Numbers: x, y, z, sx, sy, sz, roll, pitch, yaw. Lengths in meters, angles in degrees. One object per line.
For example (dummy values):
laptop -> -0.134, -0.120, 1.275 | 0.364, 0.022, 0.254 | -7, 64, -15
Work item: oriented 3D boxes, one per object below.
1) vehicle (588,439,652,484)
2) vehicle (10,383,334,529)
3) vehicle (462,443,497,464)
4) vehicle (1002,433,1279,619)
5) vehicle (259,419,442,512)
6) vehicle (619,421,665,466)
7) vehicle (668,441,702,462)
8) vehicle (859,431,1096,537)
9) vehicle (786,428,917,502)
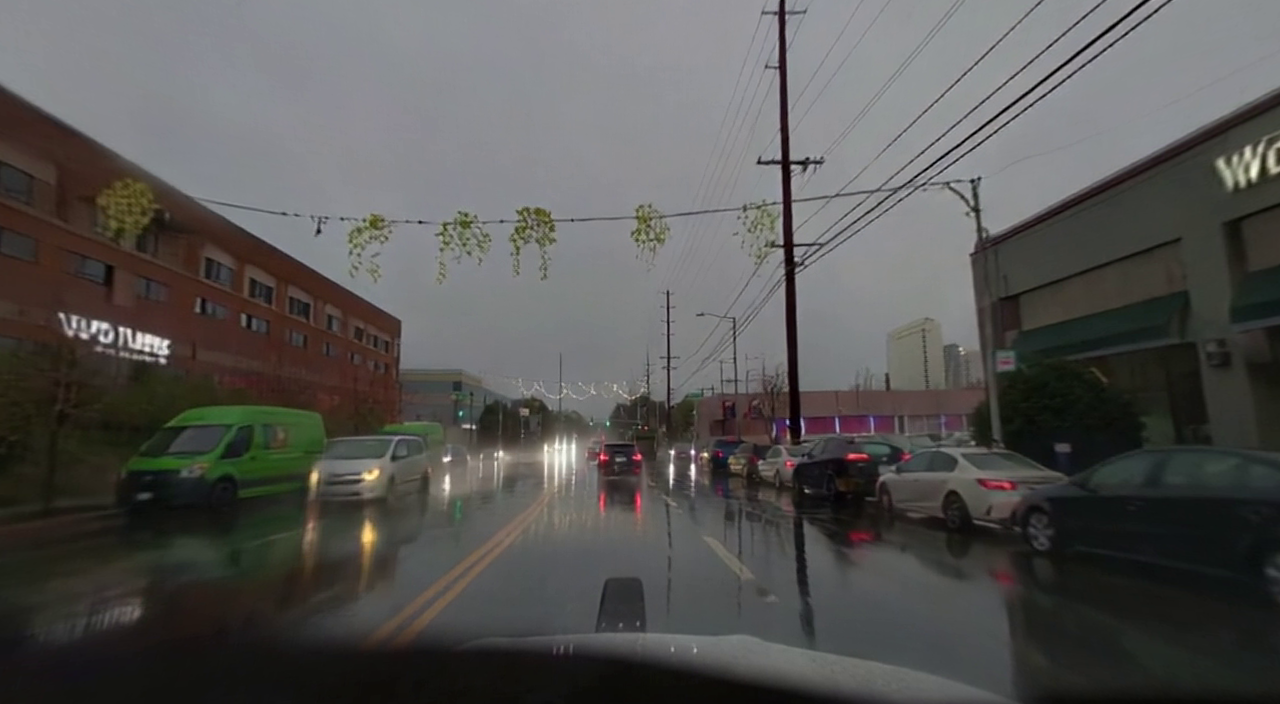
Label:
vehicle -> -0.800, 3.889, 22.887 | 2.112, 1.464, 4.411 | 0, -8, -4
vehicle -> -9.999, 2.340, 14.710 | 2.964, 2.597, 6.437 | 0, -8, -5
vehicle -> -12.581, 7.926, 49.715 | 1.962, 1.529, 4.109 | 1, -8, -4
vehicle -> 5.850, 1.495, 5.970 | 1.921, 1.430, 4.455 | 0, -8, -5
vehicle -> -6.912, 2.750, 15.894 | 2.456, 1.935, 4.769 | 0, -8, -2
vehicle -> 0.196, 5.857, 40.562 | 2.649, 2.583, 5.800 | -1, -8, 3
vehicle -> 3.314, 7.364, 47.108 | 1.824, 1.481, 4.057 | 1, -8, -7
vehicle -> 5.629, 2.203, 11.202 | 1.943, 1.507, 3.816 | 0, -8, -3
vehicle -> 5.458, 2.961, 17.016 | 1.876, 1.692, 4.492 | 0, -8, -1
